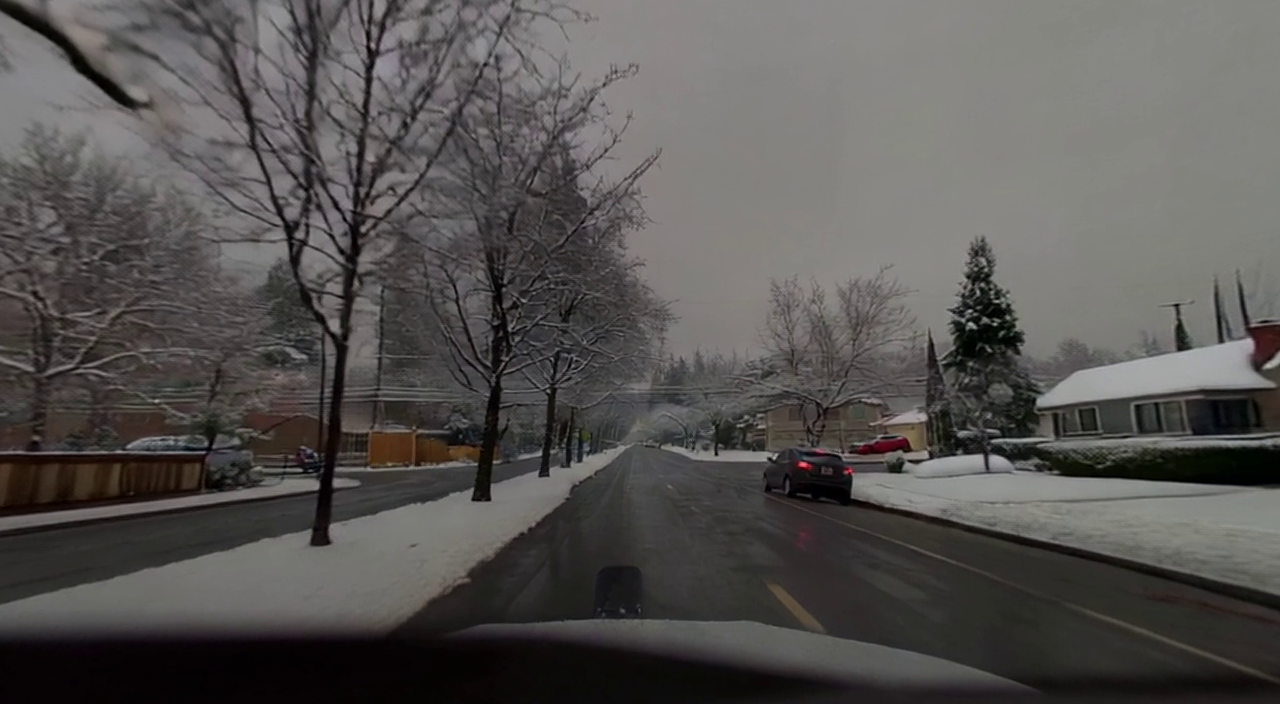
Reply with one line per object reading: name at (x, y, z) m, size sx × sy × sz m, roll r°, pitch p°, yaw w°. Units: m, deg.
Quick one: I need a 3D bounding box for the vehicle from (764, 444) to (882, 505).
vehicle at (4.970, 3.358, 17.859) m, size 1.904 × 1.475 × 4.386 m, roll 0°, pitch -8°, yaw -2°
